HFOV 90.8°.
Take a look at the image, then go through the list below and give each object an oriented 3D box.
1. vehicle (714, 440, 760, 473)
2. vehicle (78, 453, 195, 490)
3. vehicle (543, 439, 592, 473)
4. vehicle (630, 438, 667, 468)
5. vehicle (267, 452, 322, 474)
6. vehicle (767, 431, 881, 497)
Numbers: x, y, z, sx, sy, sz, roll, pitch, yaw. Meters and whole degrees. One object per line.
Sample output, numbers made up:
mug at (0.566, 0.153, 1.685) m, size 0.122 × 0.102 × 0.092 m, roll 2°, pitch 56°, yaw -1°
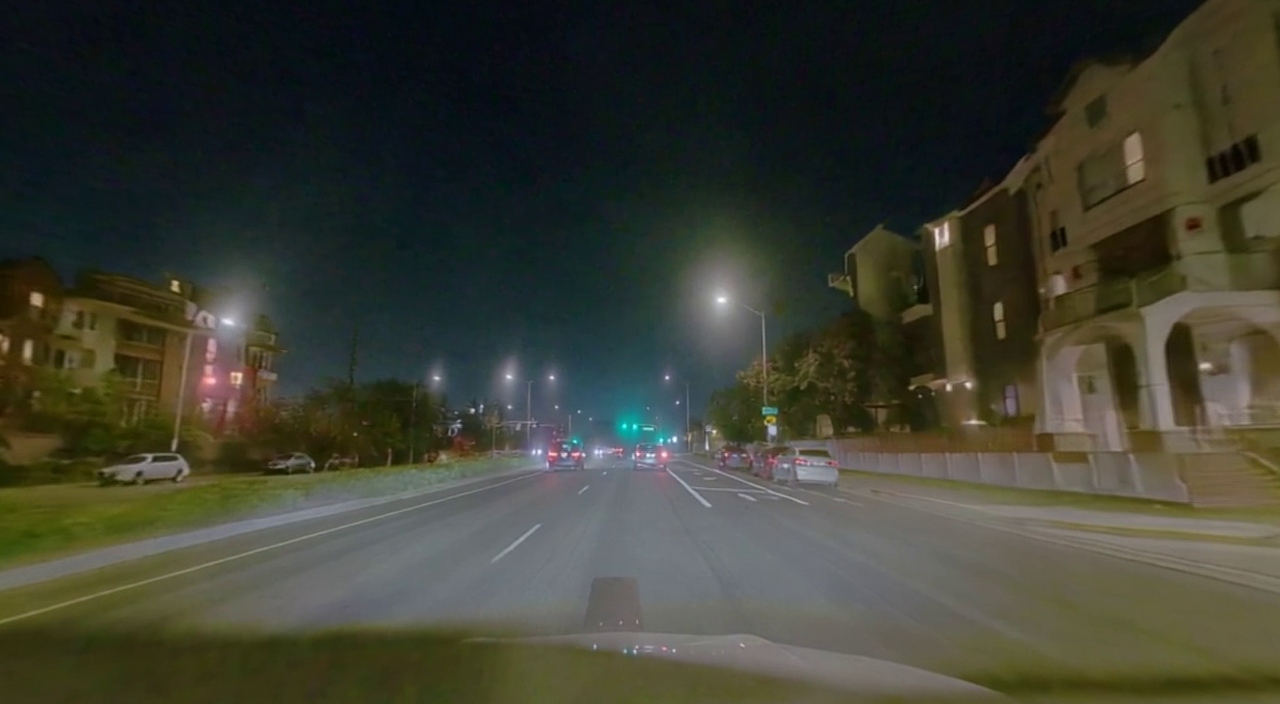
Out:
vehicle at (5.518, 6.022, 36.575) m, size 2.020 × 1.762 × 4.559 m, roll 0°, pitch -9°, yaw 1°
vehicle at (-25.933, 6.118, 32.814) m, size 2.018 × 1.721 × 4.735 m, roll -1°, pitch -9°, yaw 2°
vehicle at (-4.004, 5.814, 35.599) m, size 2.233 × 1.775 × 4.491 m, roll 0°, pitch -9°, yaw 0°
vehicle at (0.462, 6.728, 42.187) m, size 2.273 × 1.851 × 5.075 m, roll 0°, pitch -9°, yaw -1°
vehicle at (-26.207, 8.389, 48.069) m, size 1.855 × 1.552 × 4.092 m, roll 0°, pitch -9°, yaw -1°
vehicle at (5.690, 3.527, 20.278) m, size 2.154 × 1.824 × 4.782 m, roll 0°, pitch -9°, yaw -1°
